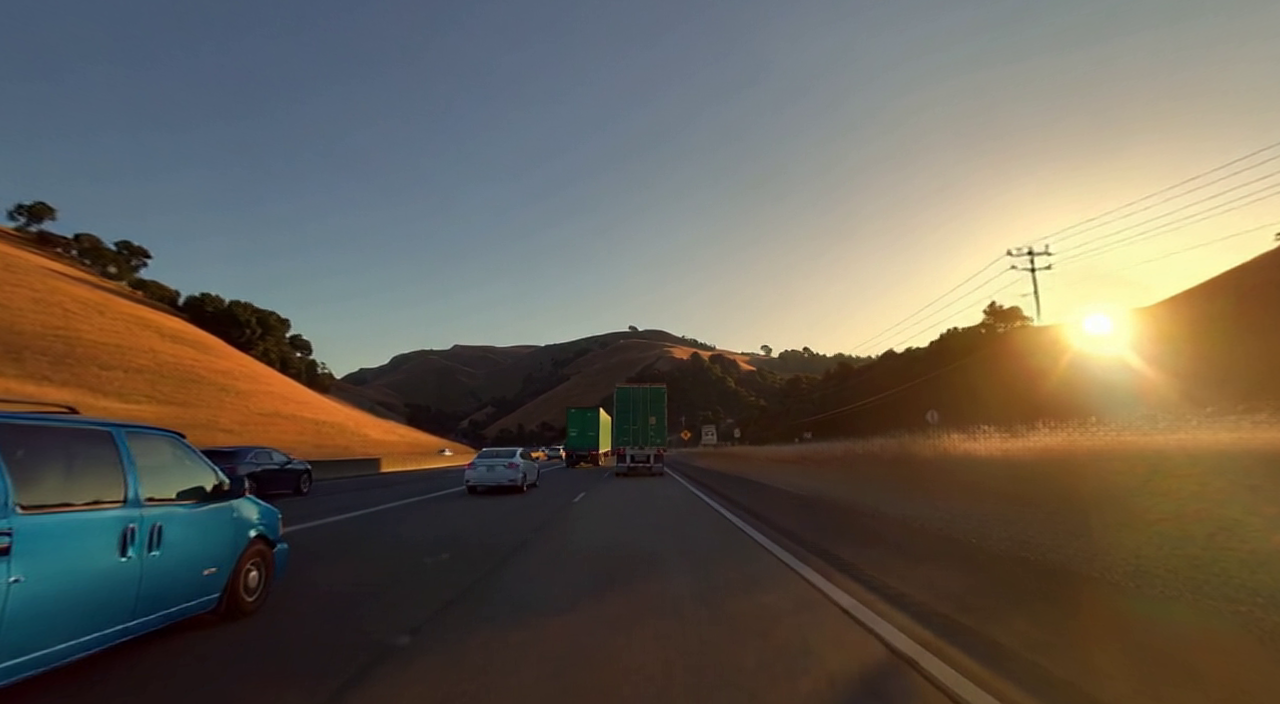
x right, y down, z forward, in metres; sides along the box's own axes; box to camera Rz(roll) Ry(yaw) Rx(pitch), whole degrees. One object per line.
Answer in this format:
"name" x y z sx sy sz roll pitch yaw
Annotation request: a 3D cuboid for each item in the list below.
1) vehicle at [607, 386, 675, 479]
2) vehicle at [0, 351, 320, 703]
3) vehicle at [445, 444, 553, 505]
"vehicle" 0.154 4.265 32.745 2.913 3.988 10.874 0 -9 1
"vehicle" -4.029 0.948 3.268 2.136 1.779 4.875 0 -9 0
"vehicle" -3.682 3.268 17.340 1.950 1.446 4.224 0 -9 1
